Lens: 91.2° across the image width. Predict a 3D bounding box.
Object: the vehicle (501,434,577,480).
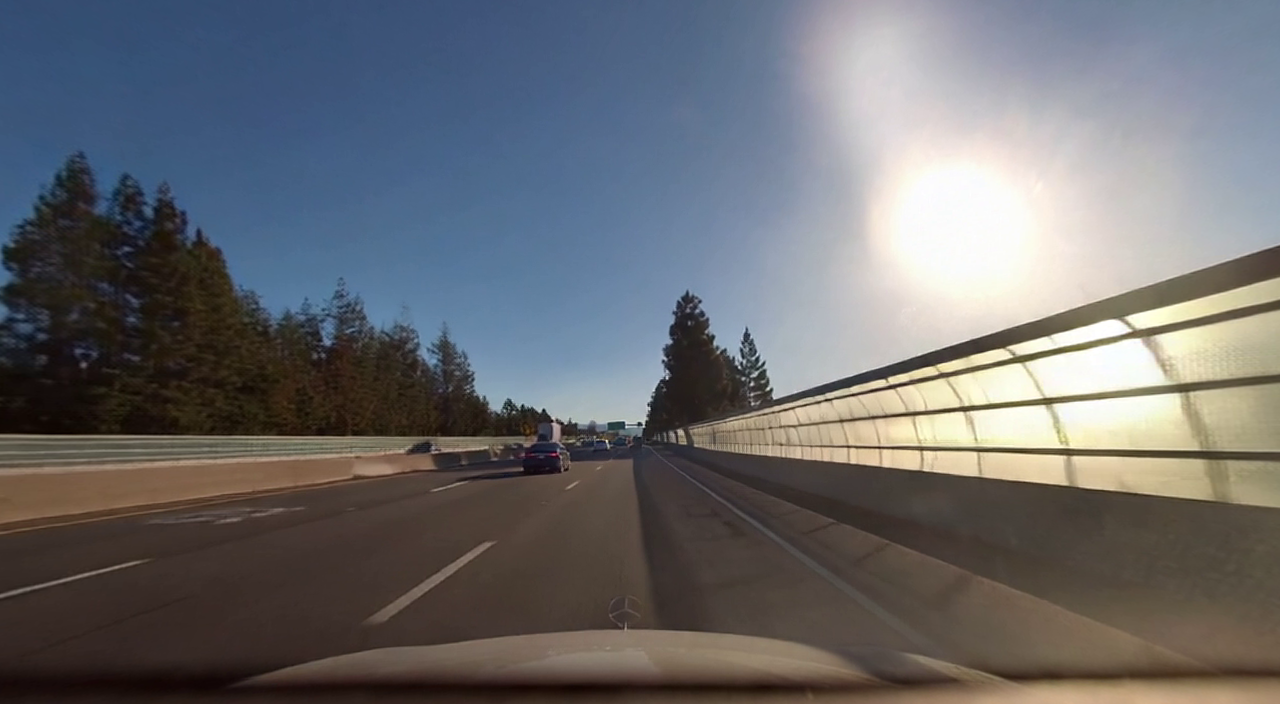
[{"bbox_3d":[-3.614,3.854,23.260,2.059,1.541,4.296,0,-8,0],"label":"vehicle"}]
